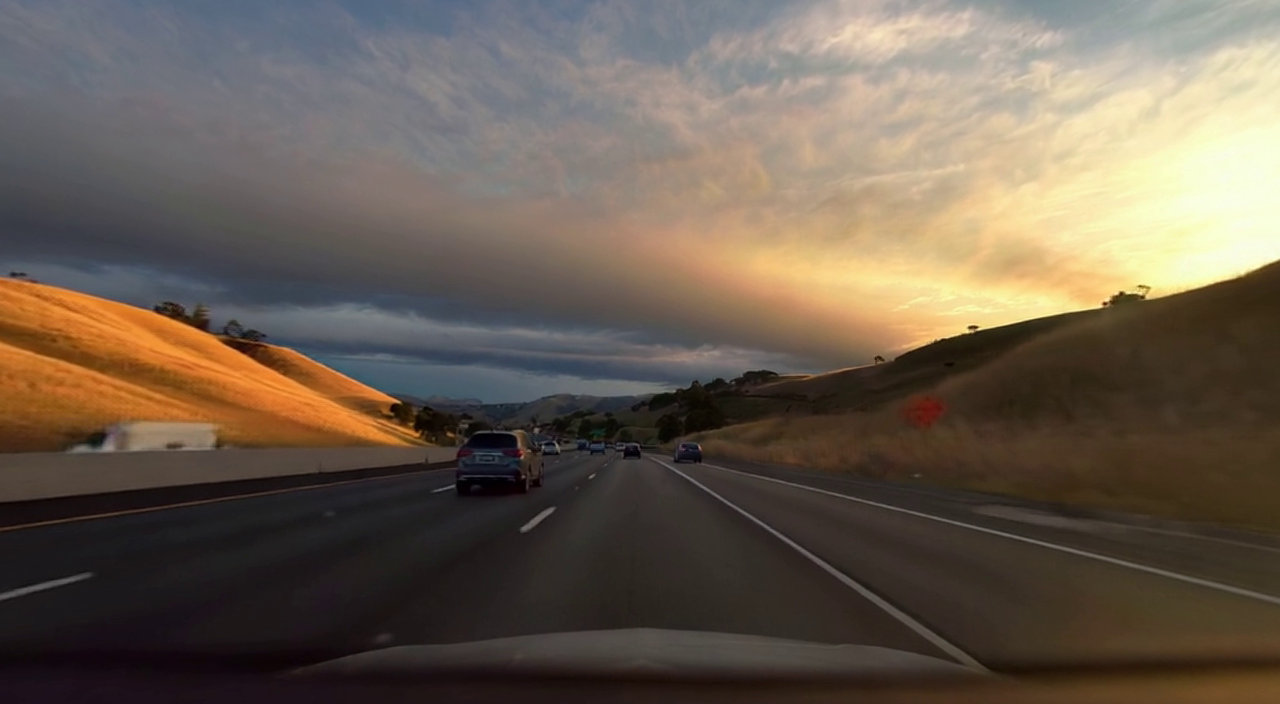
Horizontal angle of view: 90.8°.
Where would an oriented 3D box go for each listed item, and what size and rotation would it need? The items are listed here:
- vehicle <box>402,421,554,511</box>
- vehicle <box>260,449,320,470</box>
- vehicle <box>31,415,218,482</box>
[{"bbox_3d":[-3.388,2.510,14.370,2.166,1.700,4.661,0,-9,1],"label":"vehicle"},{"bbox_3d":[-25.586,7.886,46.370,1.905,1.441,4.388,0,-9,0],"label":"vehicle"},{"bbox_3d":[-29.407,5.598,36.895,2.891,3.388,9.456,0,-9,0],"label":"vehicle"}]
